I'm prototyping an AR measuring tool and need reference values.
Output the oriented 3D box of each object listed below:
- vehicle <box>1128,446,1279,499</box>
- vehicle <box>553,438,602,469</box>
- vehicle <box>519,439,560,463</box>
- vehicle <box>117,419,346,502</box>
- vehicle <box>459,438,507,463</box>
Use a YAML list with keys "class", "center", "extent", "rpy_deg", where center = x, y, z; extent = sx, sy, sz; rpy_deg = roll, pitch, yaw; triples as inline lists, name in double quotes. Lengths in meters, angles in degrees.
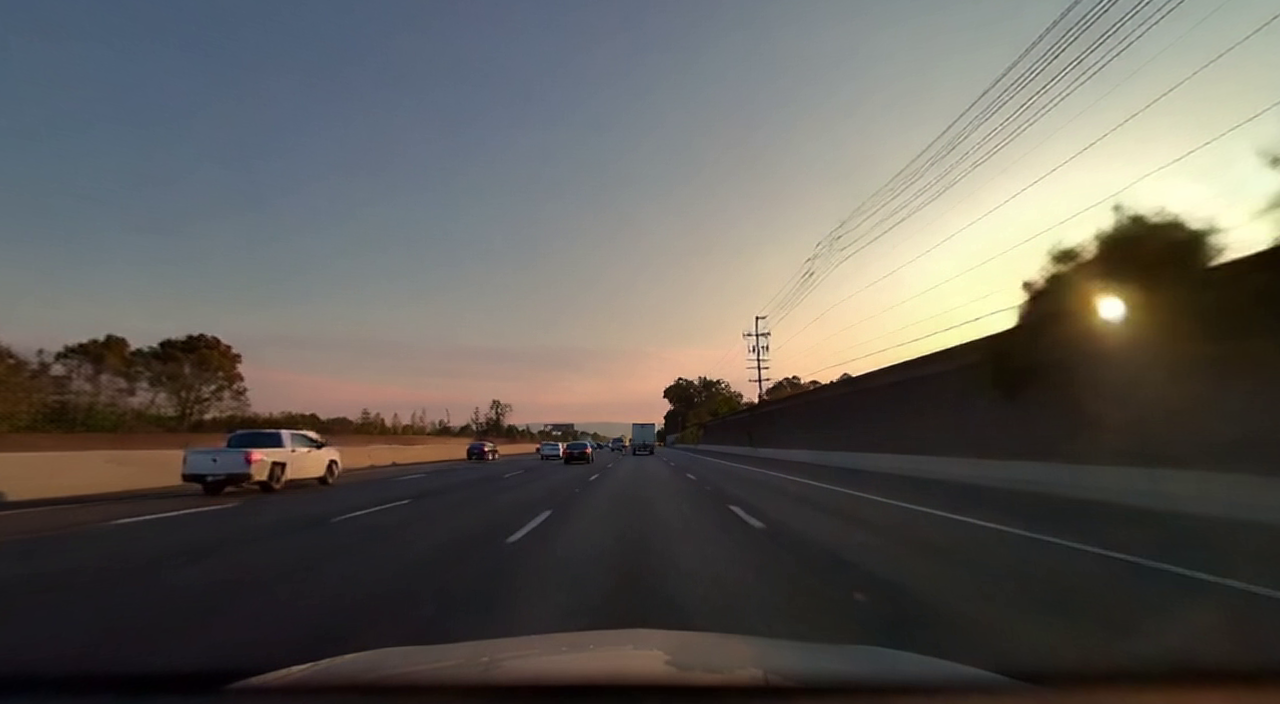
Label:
- class: "vehicle"
  center: [19.049, 3.898, 20.899]
  extent: [1.985, 1.521, 4.827]
  rpy_deg: [0, -9, 2]
- class: "vehicle"
  center: [-3.278, 5.442, 33.875]
  extent: [2.045, 1.532, 4.954]
  rpy_deg: [0, -9, 1]
- class: "vehicle"
  center: [-6.901, 6.845, 43.696]
  extent: [1.946, 1.514, 4.687]
  rpy_deg: [0, -9, 1]
- class: "vehicle"
  center: [-10.637, 2.893, 17.222]
  extent: [2.310, 1.853, 5.817]
  rpy_deg: [0, -9, 1]
- class: "vehicle"
  center: [-10.858, 6.835, 43.808]
  extent: [2.058, 1.621, 4.739]
  rpy_deg: [0, -9, 1]
